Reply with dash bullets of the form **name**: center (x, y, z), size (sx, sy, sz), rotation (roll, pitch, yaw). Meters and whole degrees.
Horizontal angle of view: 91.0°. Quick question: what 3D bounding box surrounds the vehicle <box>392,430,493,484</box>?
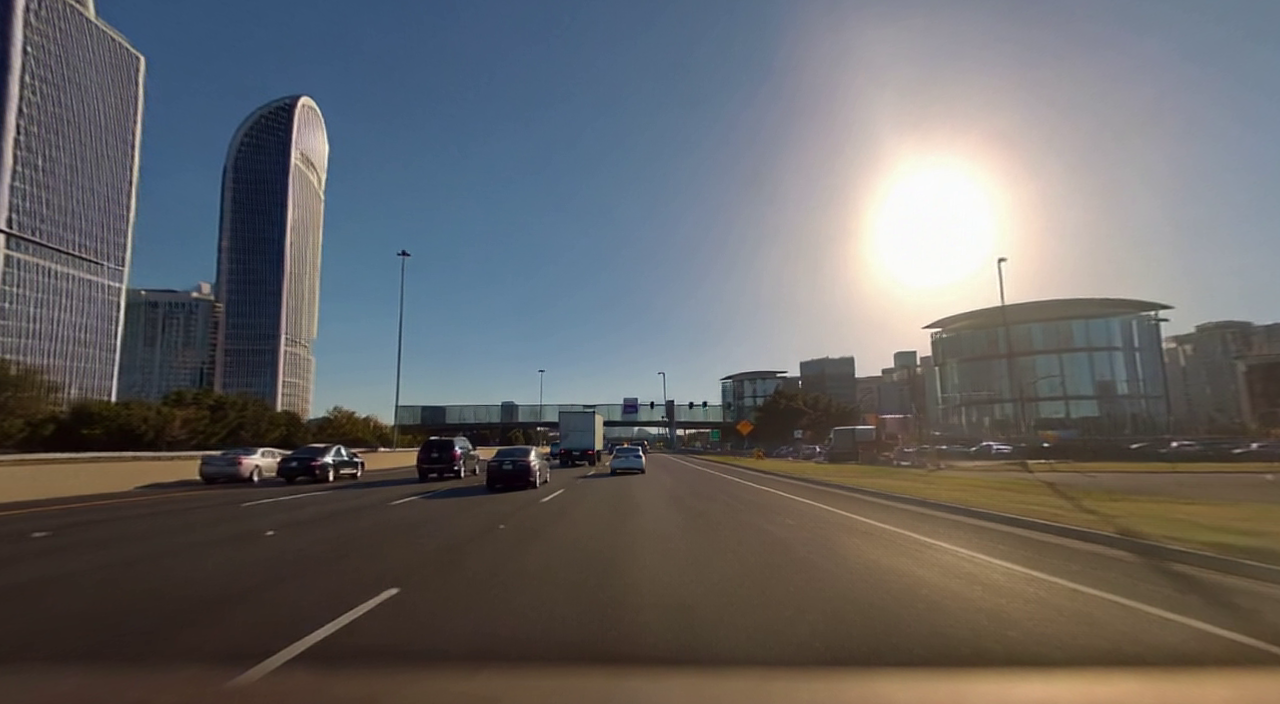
- **vehicle**: center (-7.345, 3.968, 24.037), size (2.190, 1.821, 4.800), rotation (0, -9, 1)

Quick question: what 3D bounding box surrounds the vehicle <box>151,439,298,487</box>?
- **vehicle**: center (-14.586, 3.908, 22.523), size (1.948, 1.483, 4.814), rotation (0, -9, 0)

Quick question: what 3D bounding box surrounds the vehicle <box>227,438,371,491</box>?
- **vehicle**: center (-10.857, 3.611, 20.544), size (1.987, 1.495, 4.710), rotation (0, -9, 1)

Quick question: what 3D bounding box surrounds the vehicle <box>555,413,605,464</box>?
- **vehicle**: center (-4.191, 6.309, 45.586), size (2.955, 3.359, 8.322), rotation (0, -9, -1)

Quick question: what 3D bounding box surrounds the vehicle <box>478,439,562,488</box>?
- **vehicle**: center (-4.026, 3.822, 21.941), size (2.016, 1.497, 4.235), rotation (0, -9, 1)

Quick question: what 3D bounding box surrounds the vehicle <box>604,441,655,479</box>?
- **vehicle**: center (-0.420, 4.618, 27.083), size (1.991, 1.488, 3.922), rotation (0, -9, 0)
